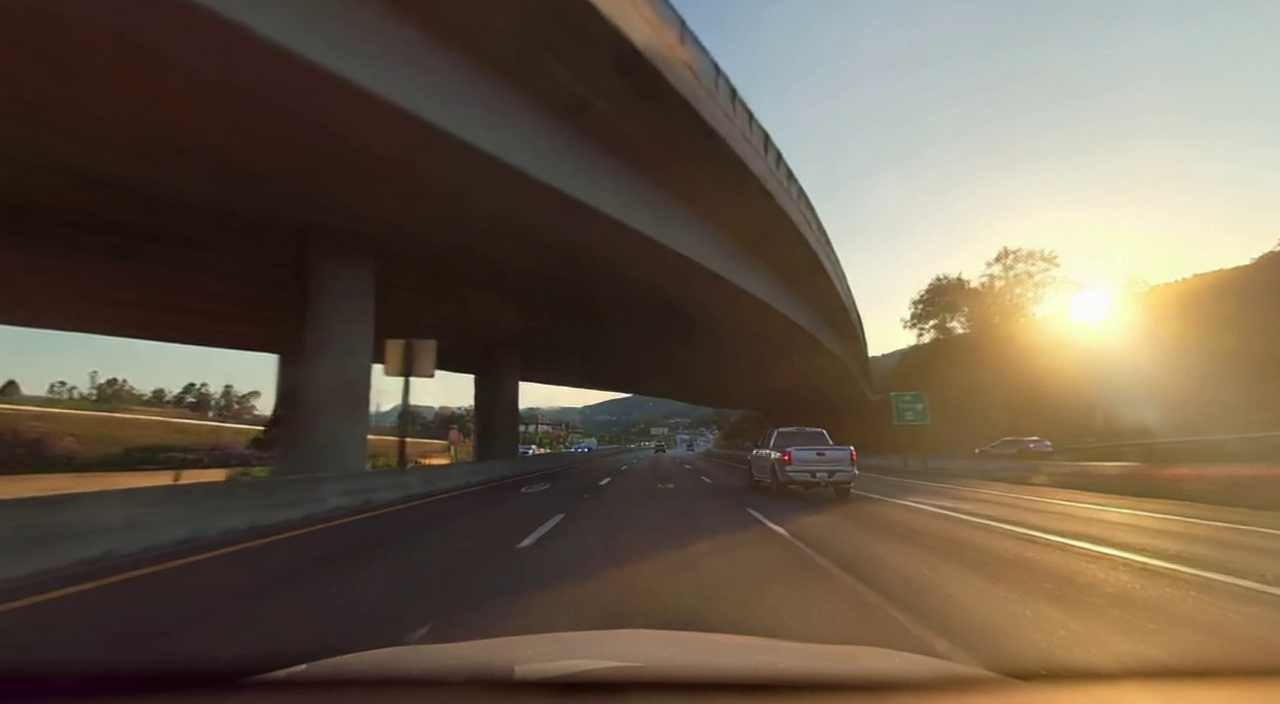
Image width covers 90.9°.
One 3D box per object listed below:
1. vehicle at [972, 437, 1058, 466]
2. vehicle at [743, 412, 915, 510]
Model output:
[{"bbox_3d":[22.000,5.842,37.237,1.911,1.577,4.477,1,-9,-8],"label":"vehicle"},{"bbox_3d":[4.380,2.675,15.932,2.505,2.020,5.532,0,-8,-1],"label":"vehicle"}]
